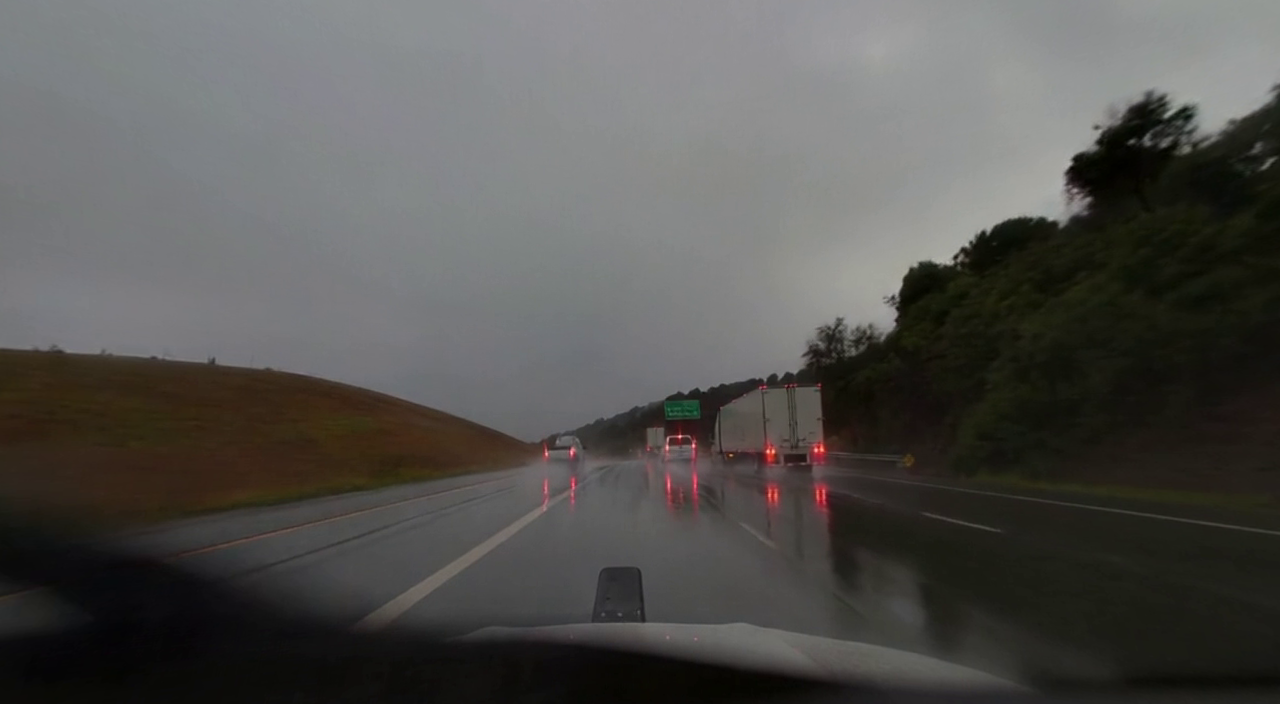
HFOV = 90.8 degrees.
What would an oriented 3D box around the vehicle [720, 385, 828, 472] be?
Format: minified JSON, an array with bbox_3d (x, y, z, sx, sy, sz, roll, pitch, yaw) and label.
[{"bbox_3d":[7.524,4.948,38.893,2.935,4.187,16.357,0,-9,-1],"label":"vehicle"}]

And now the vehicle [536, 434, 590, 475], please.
[{"bbox_3d":[-3.950,5.373,33.297,2.193,1.977,4.759,0,-9,0],"label":"vehicle"}]

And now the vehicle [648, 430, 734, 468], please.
[{"bbox_3d":[3.126,6.055,39.507,5.075,2.277,2.365,0,-9,-2],"label":"vehicle"}]
